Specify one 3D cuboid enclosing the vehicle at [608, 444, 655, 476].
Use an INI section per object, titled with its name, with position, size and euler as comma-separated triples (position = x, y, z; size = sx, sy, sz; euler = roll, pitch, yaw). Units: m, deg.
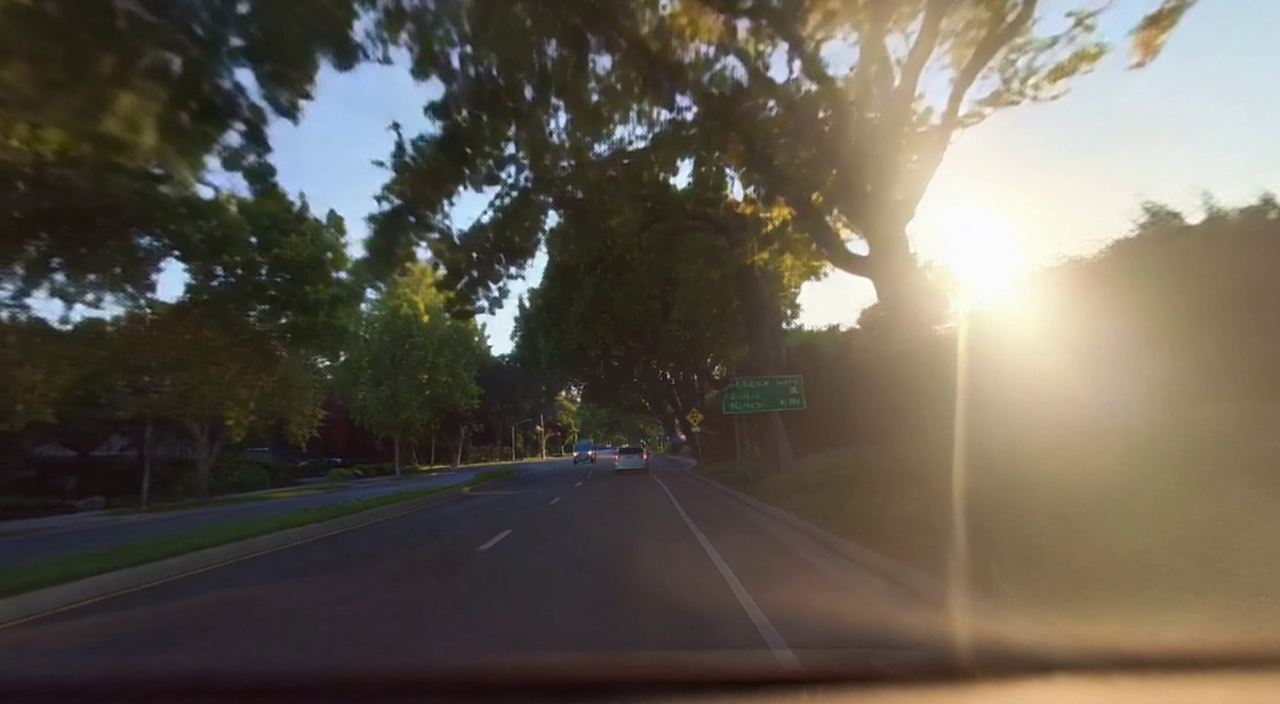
[vehicle]
position = -0.334, 5.315, 31.463
size = 2.111, 1.466, 4.223
euler = -1, -8, 2
